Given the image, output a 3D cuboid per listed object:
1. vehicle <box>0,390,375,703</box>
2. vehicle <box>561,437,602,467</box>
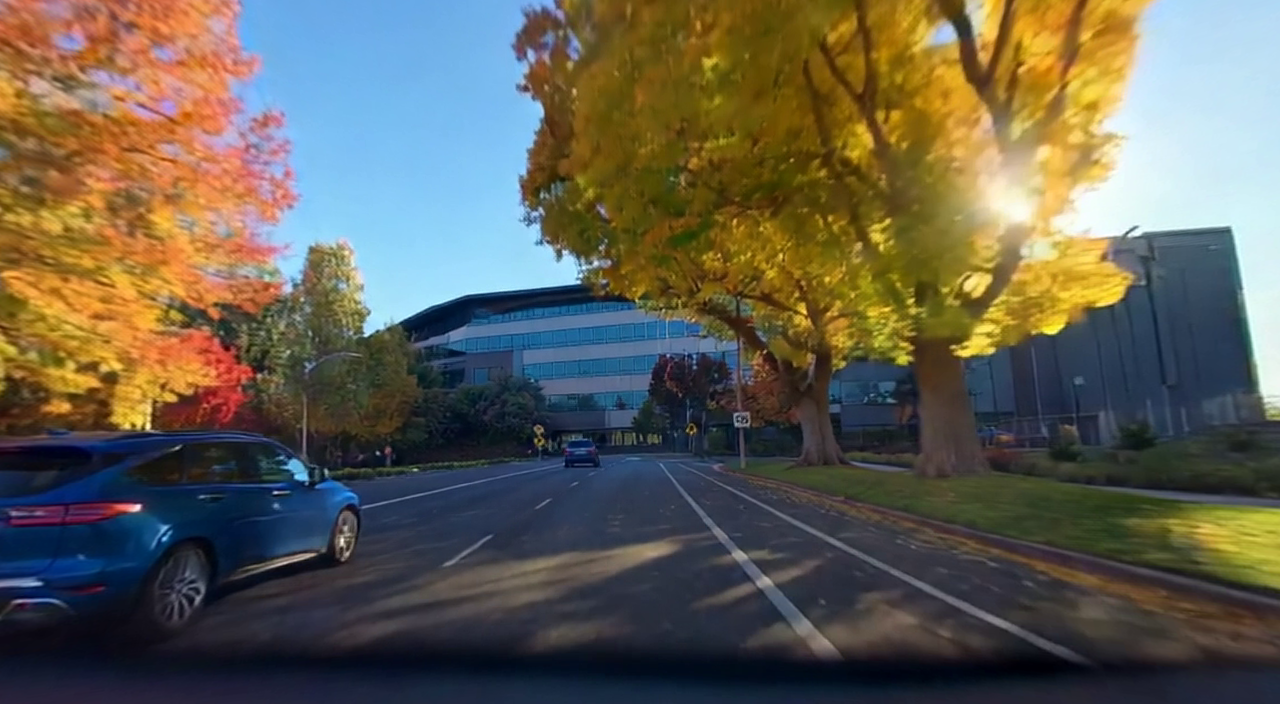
[{"bbox_3d":[-3.993,1.235,4.888,1.923,1.528,4.309,0,-9,1],"label":"vehicle"},{"bbox_3d":[-3.605,6.250,39.459,2.112,1.779,4.489,0,-9,0],"label":"vehicle"}]
